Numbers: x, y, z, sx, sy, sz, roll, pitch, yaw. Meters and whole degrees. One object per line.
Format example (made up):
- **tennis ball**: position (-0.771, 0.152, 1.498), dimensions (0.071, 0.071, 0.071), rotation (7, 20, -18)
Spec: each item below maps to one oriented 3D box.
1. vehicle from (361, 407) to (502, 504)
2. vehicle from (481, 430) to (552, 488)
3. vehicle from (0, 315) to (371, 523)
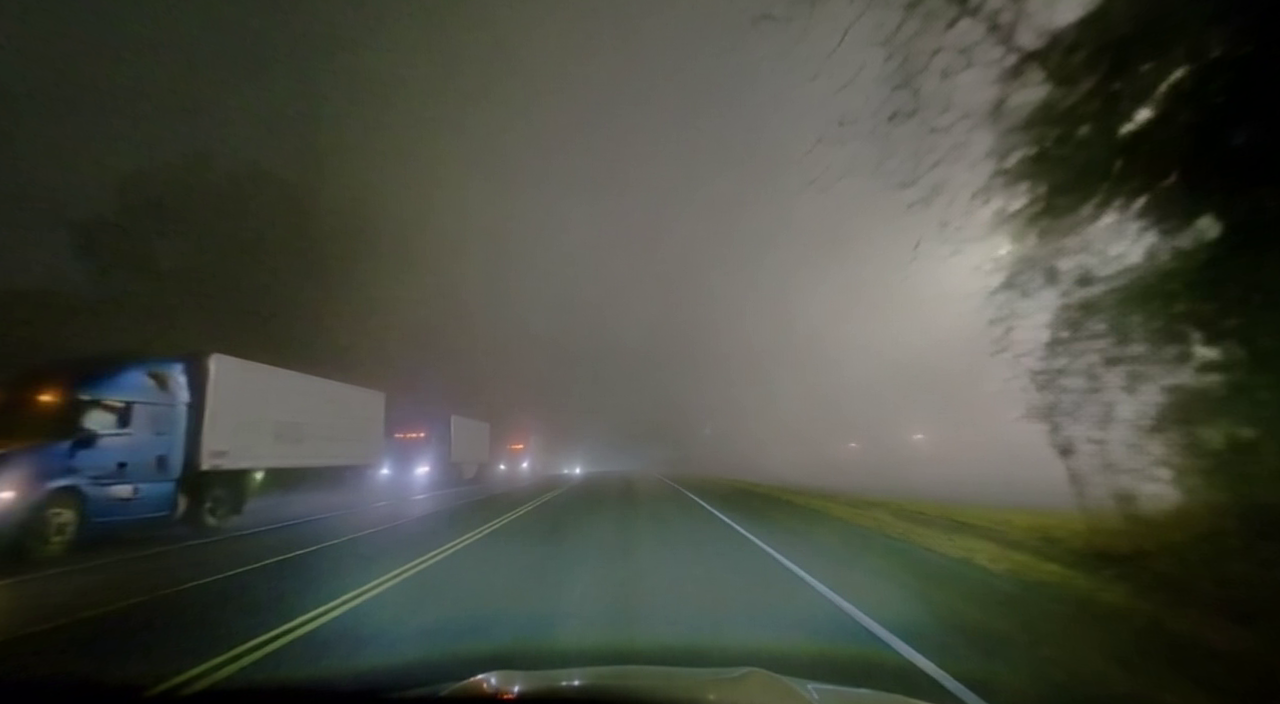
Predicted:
- **vehicle**: position (-8.369, 4.192, 27.057), dimensions (2.788, 3.365, 9.652), rotation (0, -6, 0)
- **vehicle**: position (-8.489, 7.358, 44.935), dimensions (2.905, 3.359, 10.168), rotation (0, -6, 1)
- **vehicle**: position (-10.831, 2.072, 14.577), dimensions (5.596, 3.130, 8.972), rotation (-4, -13, -2)
